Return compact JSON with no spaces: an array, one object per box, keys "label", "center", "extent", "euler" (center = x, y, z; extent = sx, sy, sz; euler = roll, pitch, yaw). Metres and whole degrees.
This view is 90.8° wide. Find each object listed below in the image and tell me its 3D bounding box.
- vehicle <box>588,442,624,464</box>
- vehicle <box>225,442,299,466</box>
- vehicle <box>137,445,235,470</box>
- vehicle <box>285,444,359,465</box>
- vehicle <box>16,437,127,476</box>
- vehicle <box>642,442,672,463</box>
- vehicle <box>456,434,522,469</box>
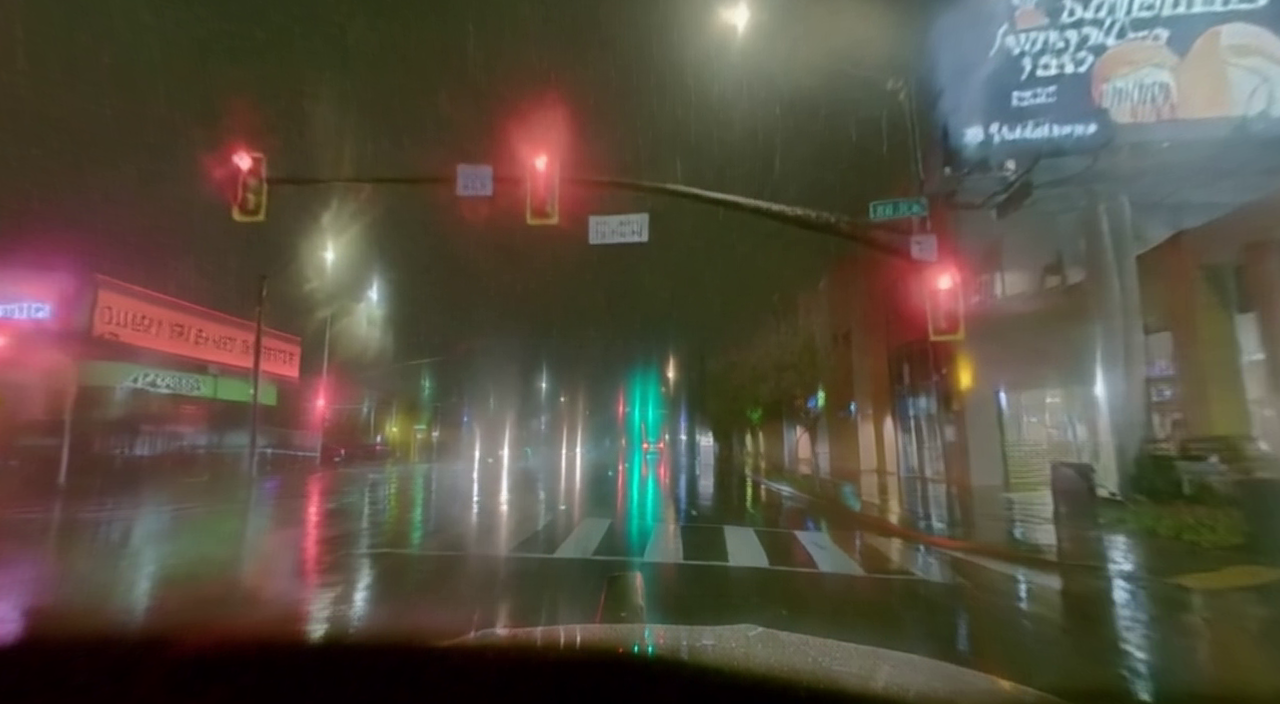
[{"label":"vehicle","center":[-2.312,7.076,44.311],"extent":[1.962,1.420,4.021],"euler":[-1,-9,5]},{"label":"vehicle","center":[-27.519,7.398,46.130],"extent":[1.969,1.636,4.136],"euler":[-5,-10,29]},{"label":"vehicle","center":[-27.815,6.438,38.873],"extent":[1.755,1.445,4.485],"euler":[-5,-10,29]},{"label":"vehicle","center":[-23.497,7.595,46.857],"extent":[1.985,1.469,4.428],"euler":[-5,-10,29]},{"label":"vehicle","center":[-28.322,5.188,31.550],"extent":[1.643,1.755,3.666],"euler":[-4,-9,34]},{"label":"vehicle","center":[1.303,7.732,48.886],"extent":[2.168,1.545,4.047],"euler":[0,-8,1]},{"label":"vehicle","center":[-8.438,5.642,35.839],"extent":[2.281,1.834,4.736],"euler":[-1,-9,3]}]
